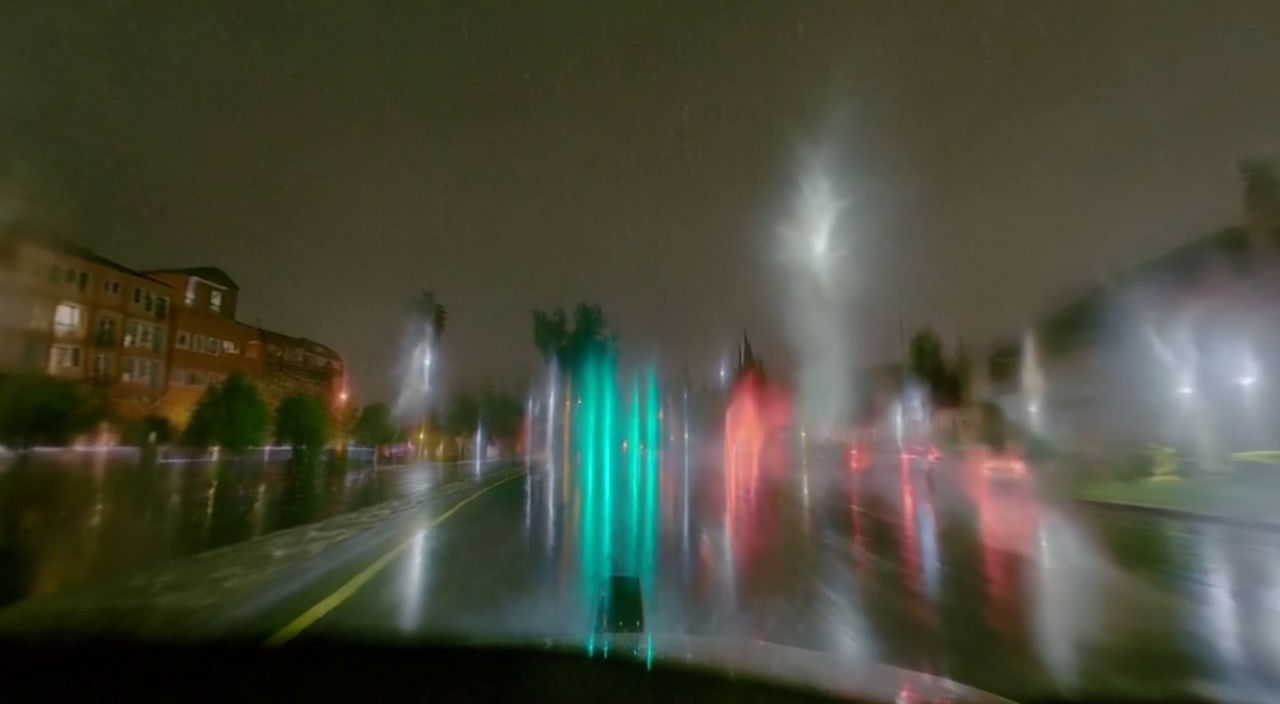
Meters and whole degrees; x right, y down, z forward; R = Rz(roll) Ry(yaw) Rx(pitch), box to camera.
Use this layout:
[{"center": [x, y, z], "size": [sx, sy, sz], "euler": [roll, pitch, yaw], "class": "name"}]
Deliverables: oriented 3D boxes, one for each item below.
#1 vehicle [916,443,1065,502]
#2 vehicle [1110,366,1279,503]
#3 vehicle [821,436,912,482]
[{"center": [10.291, 3.537, 18.979], "size": [1.931, 1.565, 4.043], "euler": [1, -9, -4], "class": "vehicle"}, {"center": [17.075, 2.171, 16.678], "size": [6.927, 3.298, 2.751], "euler": [0, -9, 0], "class": "vehicle"}, {"center": [9.984, 4.734, 28.319], "size": [2.092, 1.848, 4.879], "euler": [0, -9, -2], "class": "vehicle"}]
